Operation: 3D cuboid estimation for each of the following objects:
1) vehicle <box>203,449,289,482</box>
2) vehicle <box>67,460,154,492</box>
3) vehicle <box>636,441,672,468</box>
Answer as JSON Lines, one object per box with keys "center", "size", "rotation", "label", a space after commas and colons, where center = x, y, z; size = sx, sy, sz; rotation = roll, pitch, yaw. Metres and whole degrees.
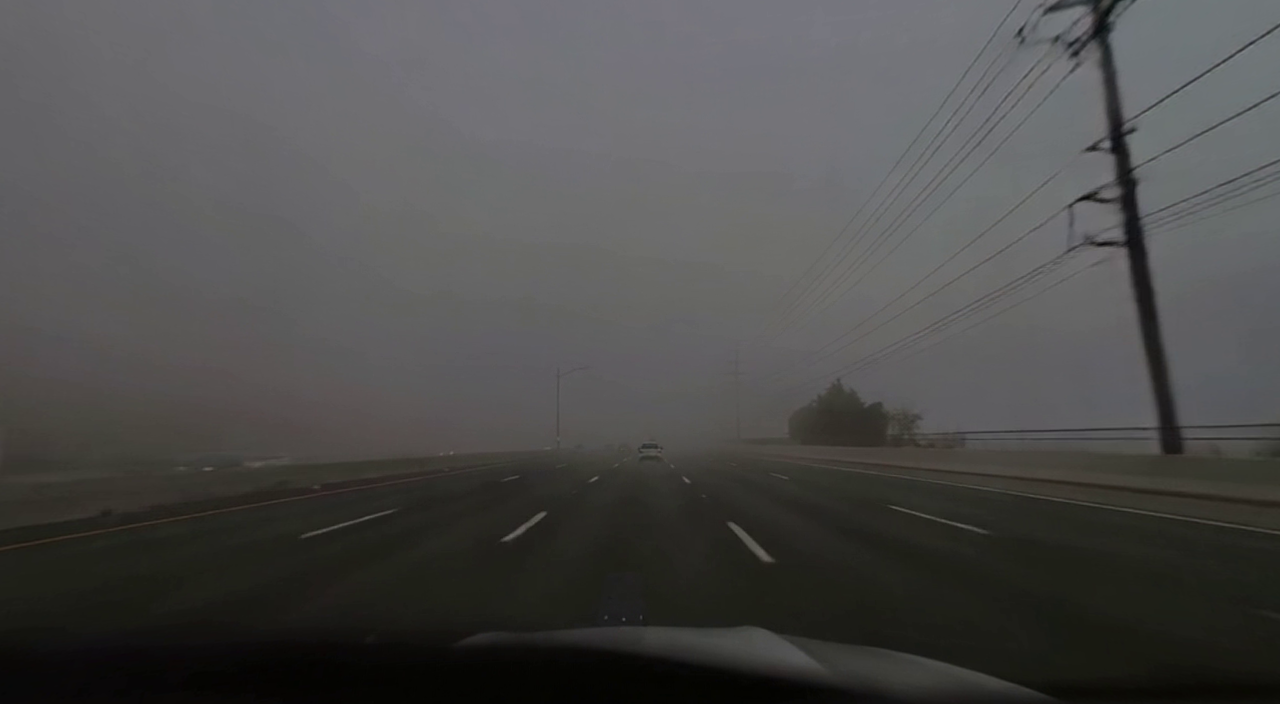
{"center": [-20.205, 5.805, 32.516], "size": [1.865, 1.501, 3.752], "rotation": [-1, -8, 3], "label": "vehicle"}
{"center": [-26.788, 6.260, 32.035], "size": [1.522, 1.356, 3.346], "rotation": [-1, -8, 0], "label": "vehicle"}
{"center": [0.752, 5.846, 36.267], "size": [1.891, 1.444, 3.968], "rotation": [-1, -8, 0], "label": "vehicle"}
